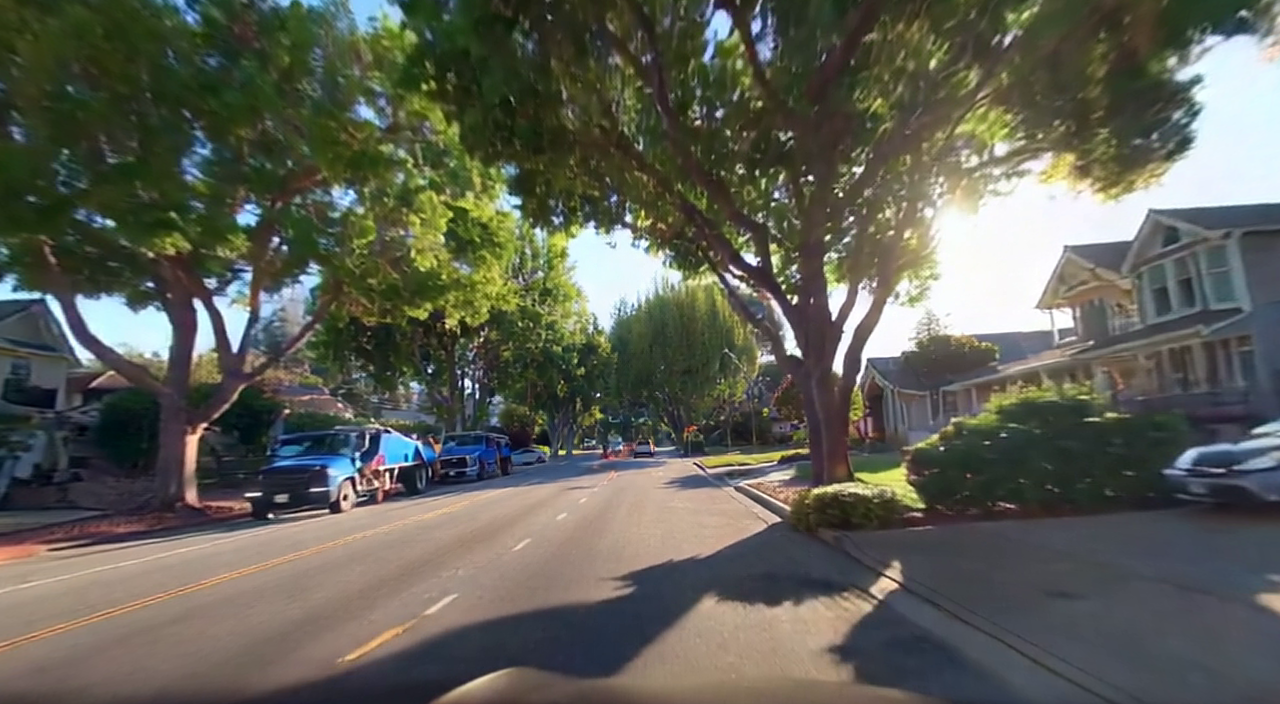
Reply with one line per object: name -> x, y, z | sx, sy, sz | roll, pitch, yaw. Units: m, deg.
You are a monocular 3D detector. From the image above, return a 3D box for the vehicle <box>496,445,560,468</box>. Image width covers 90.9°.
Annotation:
vehicle -> -8.669, 8.081, 48.957 | 4.594, 1.696, 1.971 | 0, -8, 0

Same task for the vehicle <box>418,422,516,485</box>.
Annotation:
vehicle -> -8.872, 5.283, 33.289 | 2.816, 2.723, 7.506 | -4, -8, 1

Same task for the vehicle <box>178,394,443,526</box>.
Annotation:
vehicle -> -9.267, 3.206, 19.745 | 2.970, 3.068, 9.784 | 0, -8, 0

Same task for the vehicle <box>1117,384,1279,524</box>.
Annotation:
vehicle -> 8.715, 1.133, 7.296 | 4.623, 1.420, 1.996 | -1, -8, 5
